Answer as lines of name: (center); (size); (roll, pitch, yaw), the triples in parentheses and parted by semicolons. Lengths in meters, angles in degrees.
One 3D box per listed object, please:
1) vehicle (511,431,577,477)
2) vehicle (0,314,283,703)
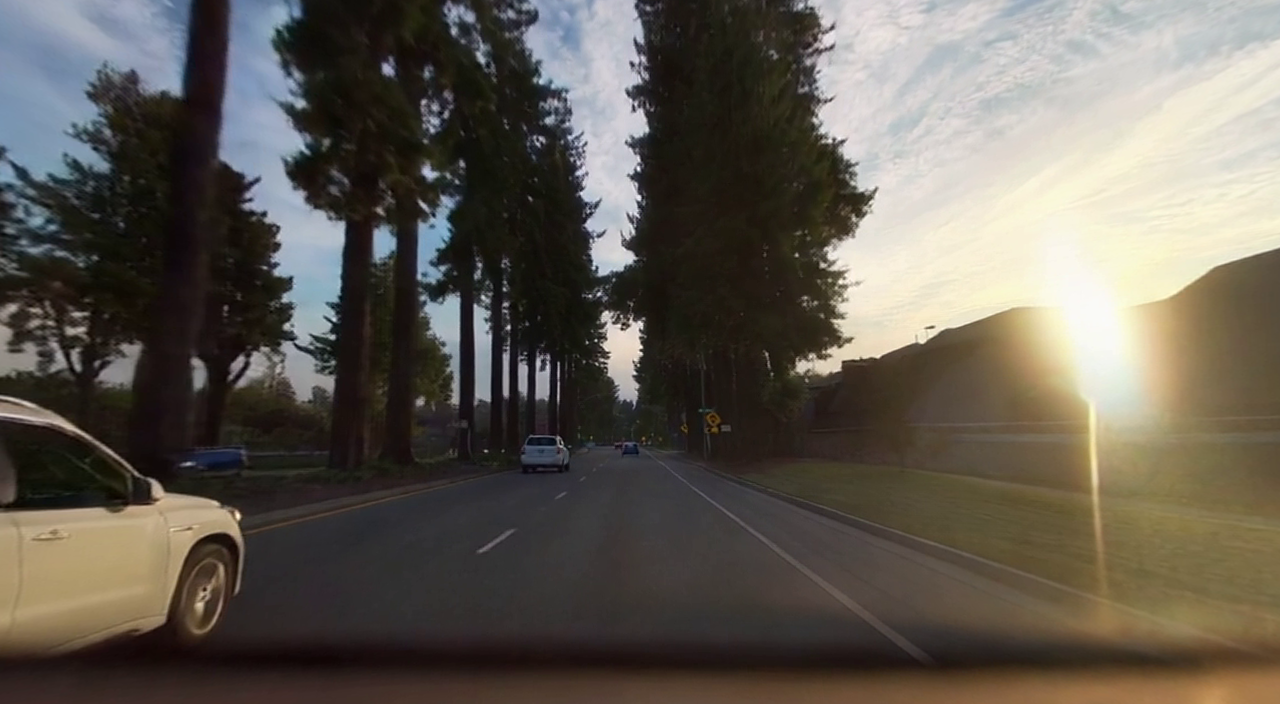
vehicle: (-3.859, 4.169, 26.162); (2.078, 1.748, 4.279); (0, -8, 0)
vehicle: (-3.424, 0.680, 1.953); (2.152, 1.731, 4.335); (0, -8, -1)
